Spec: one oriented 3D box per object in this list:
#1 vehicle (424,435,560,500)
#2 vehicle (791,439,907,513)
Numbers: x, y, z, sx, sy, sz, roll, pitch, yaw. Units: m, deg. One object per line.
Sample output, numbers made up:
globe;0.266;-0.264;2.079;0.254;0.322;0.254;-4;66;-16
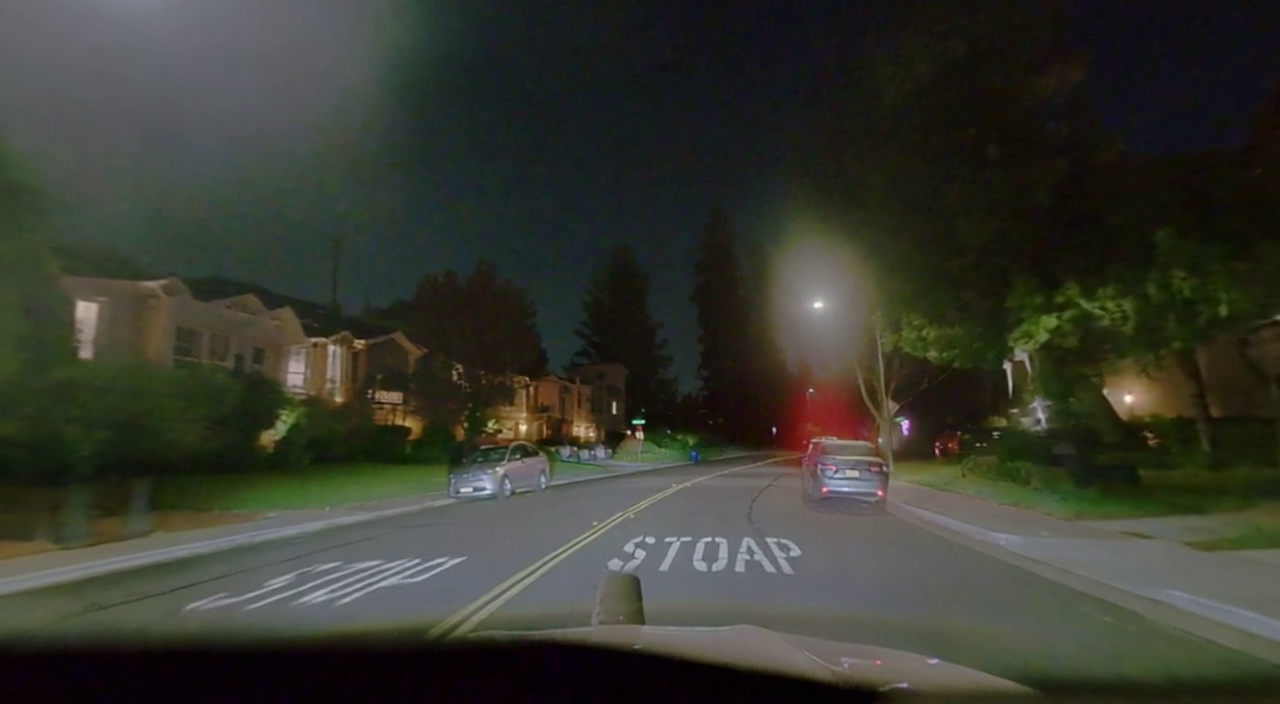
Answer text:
vehicle;-4.301;3.453;19.332;2.030;1.696;4.828;-2;-9;14
vehicle;4.863;2.897;15.441;2.045;1.478;4.914;-2;-9;11
